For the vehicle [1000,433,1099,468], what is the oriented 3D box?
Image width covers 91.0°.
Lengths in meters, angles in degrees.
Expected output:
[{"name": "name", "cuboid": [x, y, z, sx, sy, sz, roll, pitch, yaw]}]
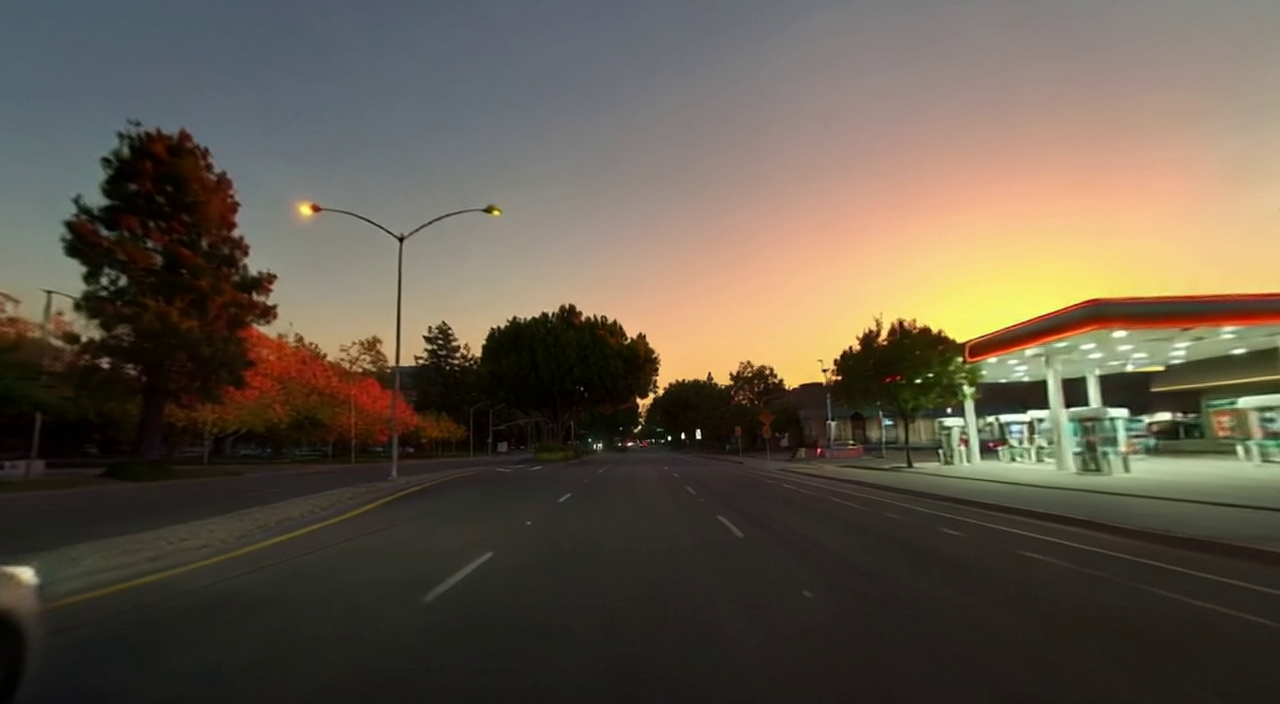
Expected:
[{"name": "vehicle", "cuboid": [23.232, 5.597, 35.962, 2.302, 1.795, 4.724, -2, -8, -2]}]
